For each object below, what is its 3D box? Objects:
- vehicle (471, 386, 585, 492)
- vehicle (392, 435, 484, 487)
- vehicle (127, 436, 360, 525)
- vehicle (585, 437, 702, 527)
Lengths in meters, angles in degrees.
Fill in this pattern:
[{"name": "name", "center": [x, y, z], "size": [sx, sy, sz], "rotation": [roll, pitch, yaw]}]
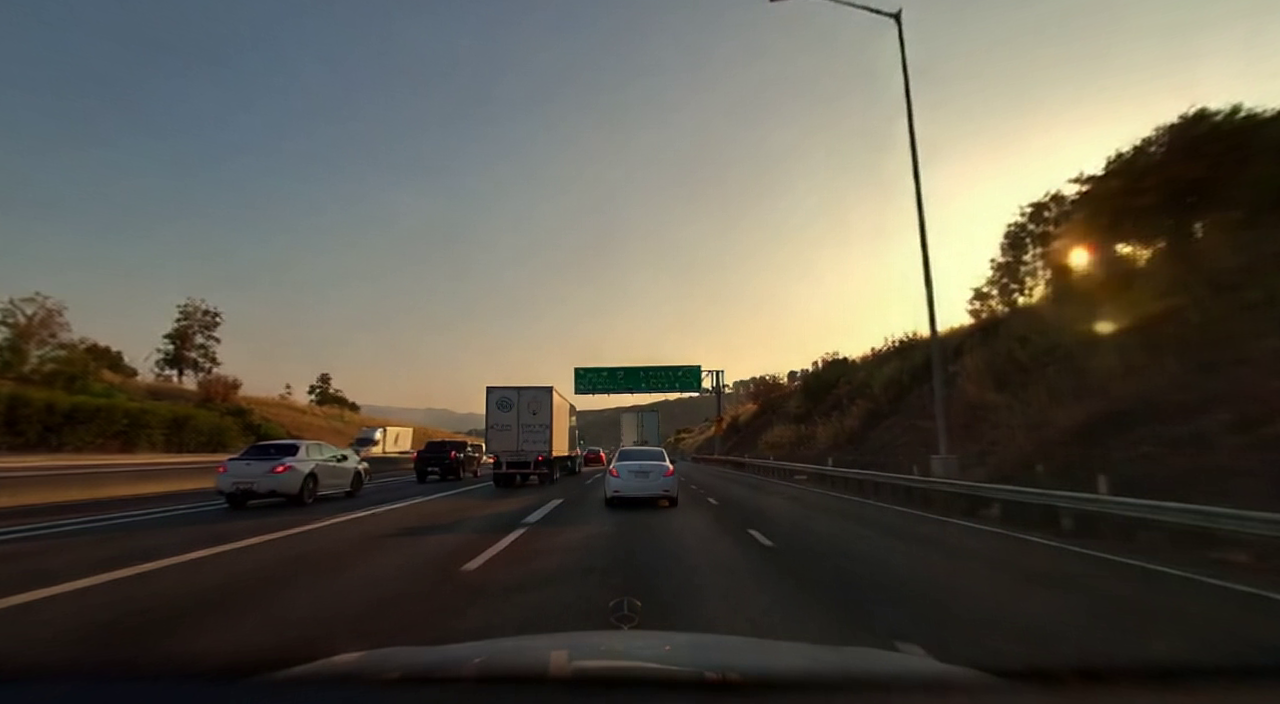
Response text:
[{"name": "vehicle", "center": [-3.849, 3.302, 23.651], "size": [2.812, 3.342, 7.248], "rotation": [-1, -9, 1]}, {"name": "vehicle", "center": [-7.475, 4.070, 23.818], "size": [1.952, 1.746, 4.332], "rotation": [-1, -9, 1]}, {"name": "vehicle", "center": [-7.973, 2.599, 13.371], "size": [1.879, 1.521, 4.623], "rotation": [-1, -9, 1]}, {"name": "vehicle", "center": [0.035, 2.467, 12.463], "size": [1.995, 1.495, 3.380], "rotation": [0, -9, -1]}]
